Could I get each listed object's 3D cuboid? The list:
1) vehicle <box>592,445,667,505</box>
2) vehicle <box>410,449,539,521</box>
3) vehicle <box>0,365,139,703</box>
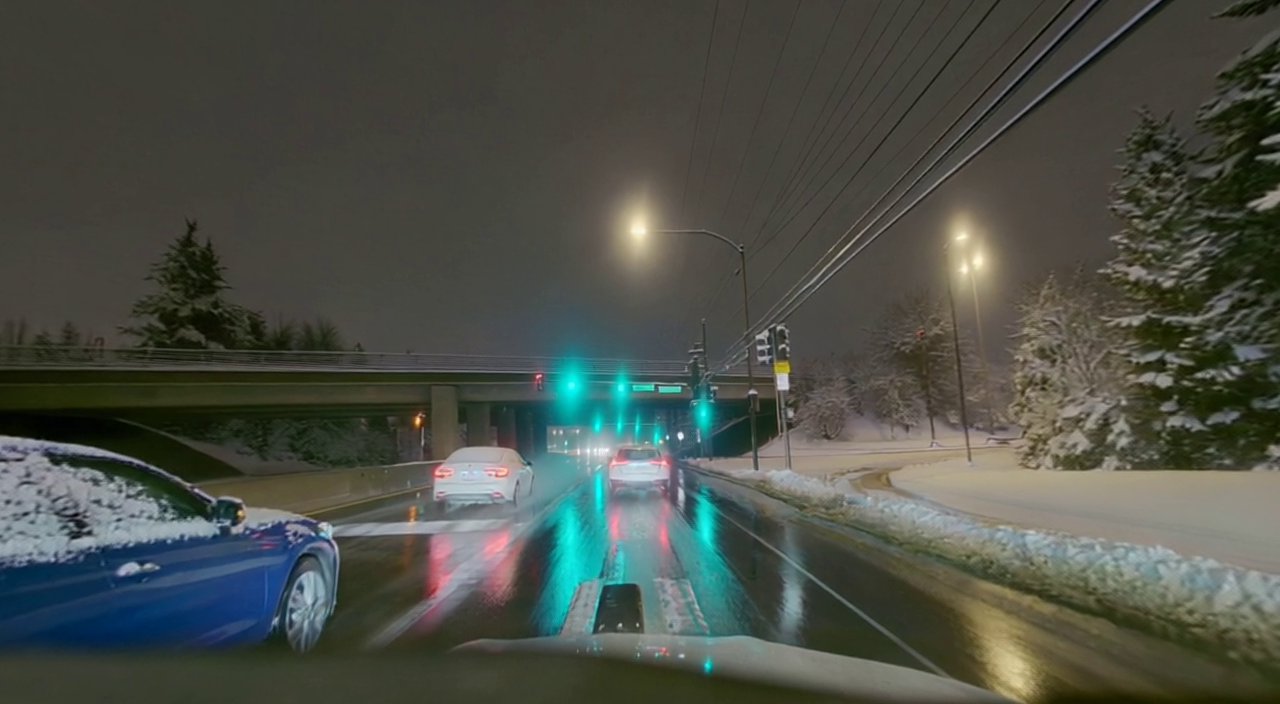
[{"bbox_3d":[-0.302,3.575,18.806,1.985,1.565,3.968,0,-8,0],"label":"vehicle"},{"bbox_3d":[-3.751,3.065,15.153,1.946,1.437,4.154,0,-8,0],"label":"vehicle"},{"bbox_3d":[-3.557,0.673,1.049,1.925,1.666,4.271,0,-8,0],"label":"vehicle"}]
